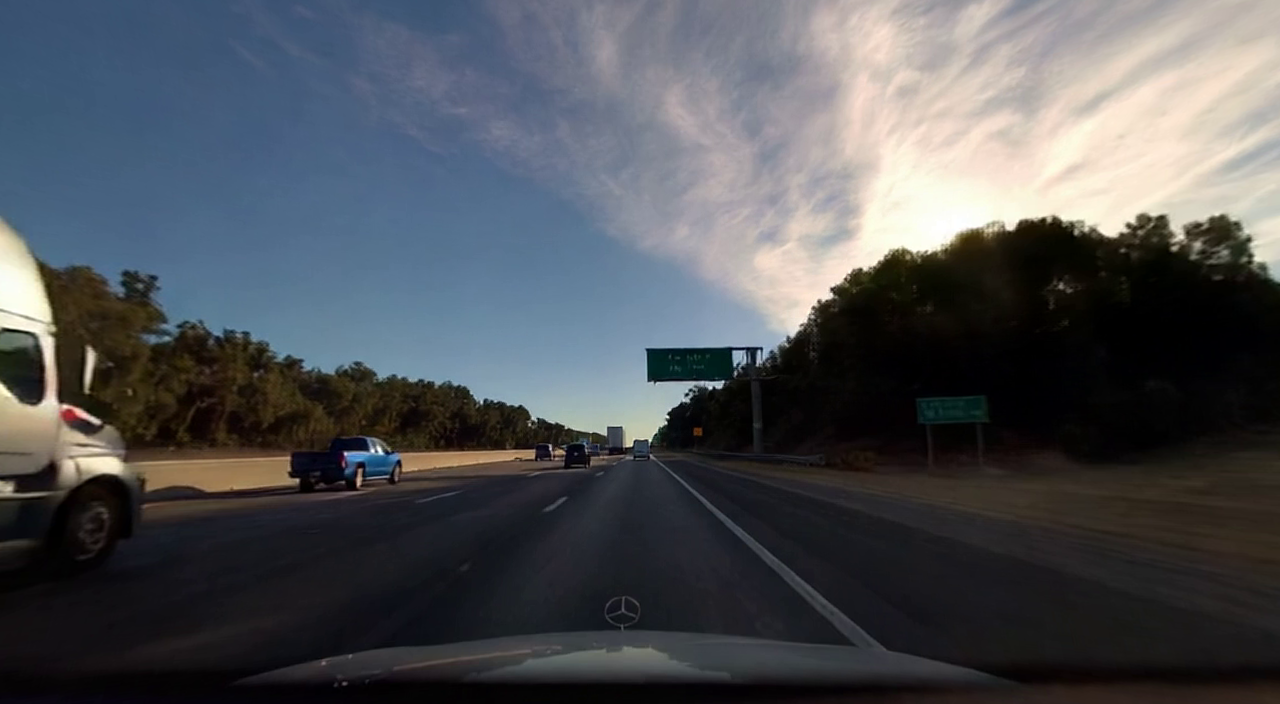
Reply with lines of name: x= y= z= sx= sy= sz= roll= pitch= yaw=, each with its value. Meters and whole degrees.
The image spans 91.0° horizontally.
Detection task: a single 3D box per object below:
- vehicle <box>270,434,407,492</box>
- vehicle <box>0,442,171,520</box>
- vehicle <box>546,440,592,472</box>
vehicle: x=-10.264 y=3.825 z=22.072 sx=2.146 sy=1.764 sz=5.510 roll=0 pitch=-9 yaw=-1
vehicle: x=-13.789 y=2.954 z=14.969 sx=1.899 sy=1.565 sz=4.358 roll=0 pitch=-9 yaw=0
vehicle: x=-4.003 y=5.945 z=36.078 sx=2.094 sy=1.695 sz=4.260 roll=0 pitch=-9 yaw=1
